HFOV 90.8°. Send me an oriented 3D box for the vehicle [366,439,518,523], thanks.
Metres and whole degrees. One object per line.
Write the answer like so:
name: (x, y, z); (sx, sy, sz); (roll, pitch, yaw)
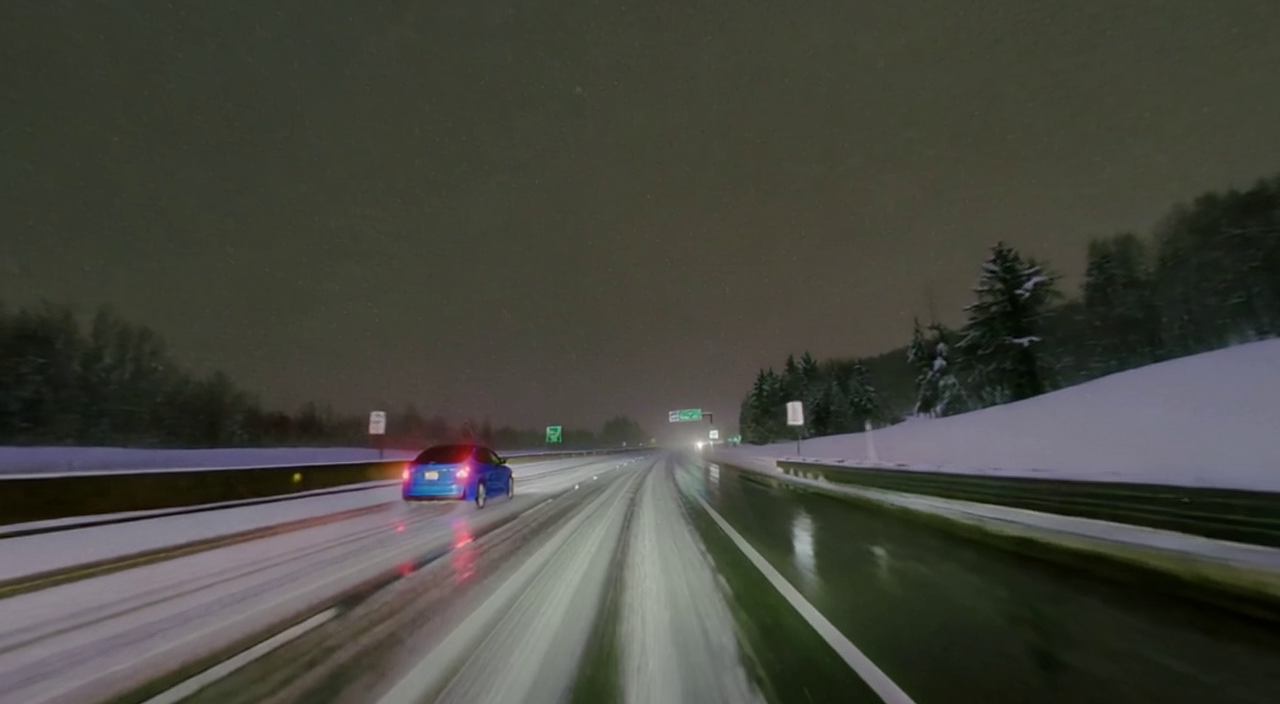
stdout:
vehicle: (-3.967, 2.637, 13.399); (1.928, 1.504, 3.745); (0, -9, 1)
